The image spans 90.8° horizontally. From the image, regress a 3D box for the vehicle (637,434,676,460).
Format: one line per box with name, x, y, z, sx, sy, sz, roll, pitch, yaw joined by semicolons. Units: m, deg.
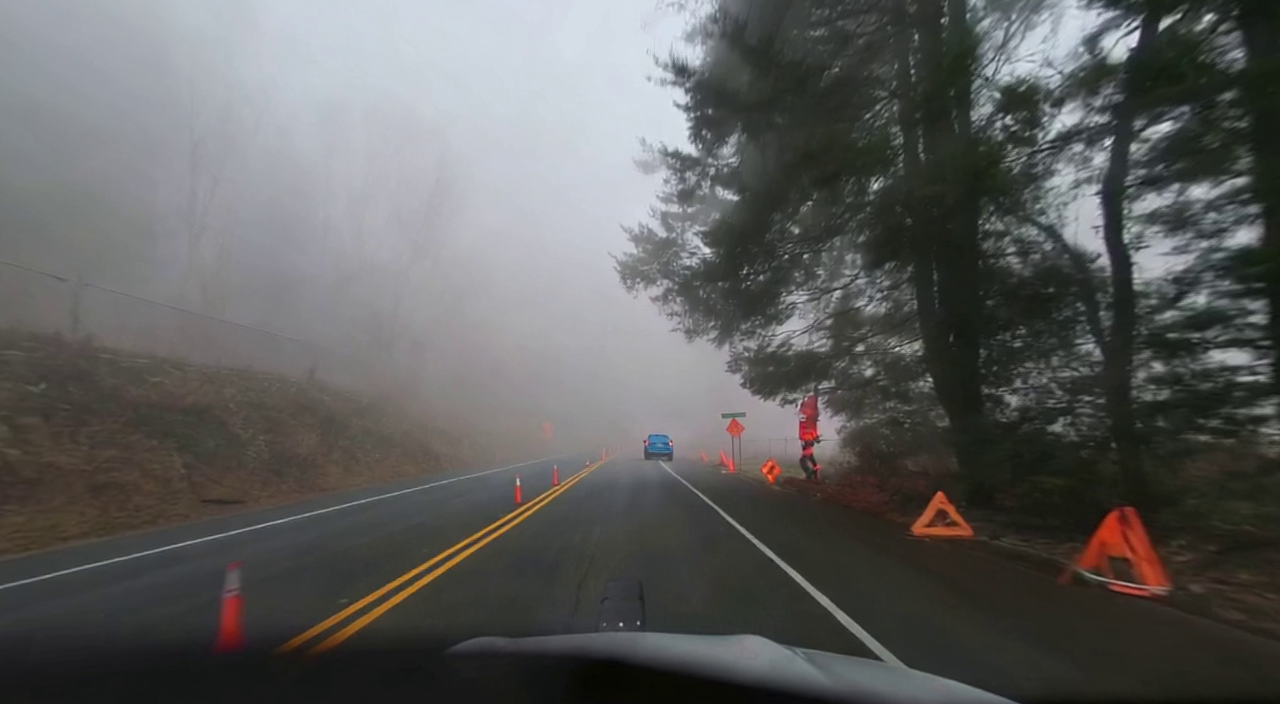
vehicle;1.072;5.874;38.920;2.172;1.486;3.581;-1;-9;4
